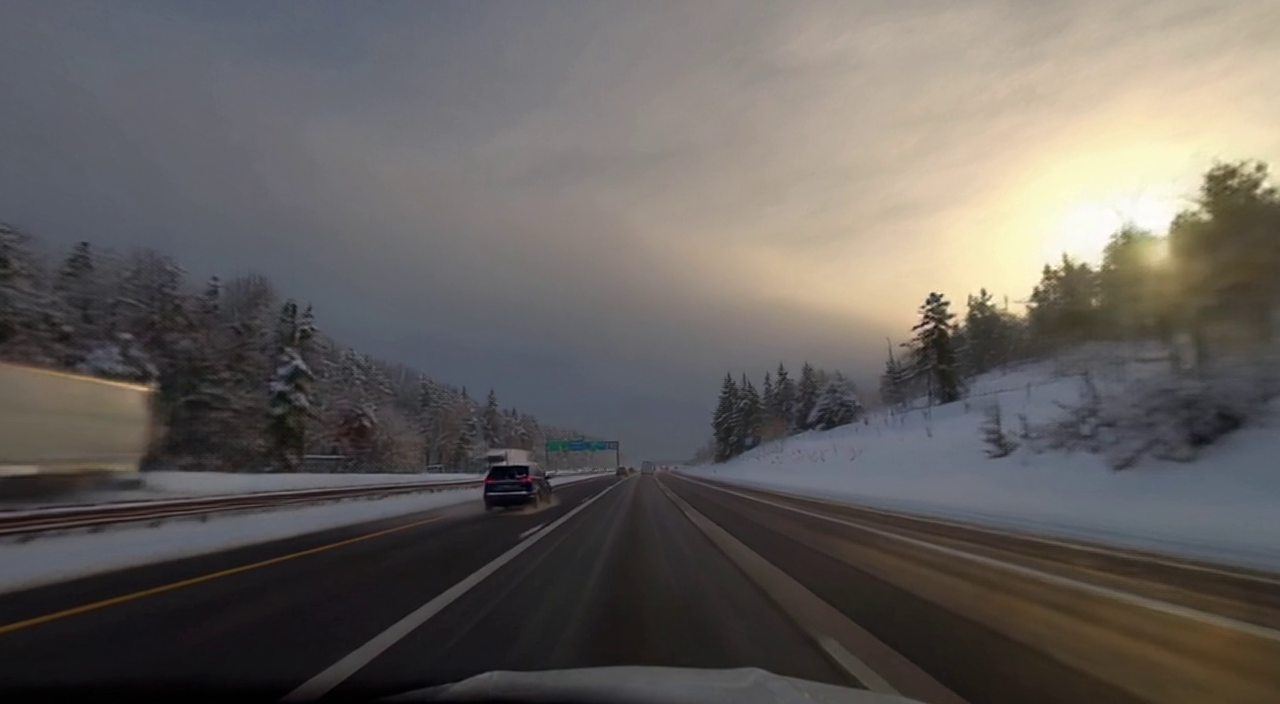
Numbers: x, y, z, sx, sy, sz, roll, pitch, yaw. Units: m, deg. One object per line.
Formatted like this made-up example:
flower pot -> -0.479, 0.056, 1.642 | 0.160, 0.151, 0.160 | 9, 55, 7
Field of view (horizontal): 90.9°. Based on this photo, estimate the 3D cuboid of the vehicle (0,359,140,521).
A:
vehicle -> -17.528, 2.209, 15.951 | 2.820, 4.017, 8.039 | 1, -11, 0

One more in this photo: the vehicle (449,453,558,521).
vehicle -> -3.796, 3.887, 18.489 | 2.053, 1.657, 4.725 | 1, -11, 1
